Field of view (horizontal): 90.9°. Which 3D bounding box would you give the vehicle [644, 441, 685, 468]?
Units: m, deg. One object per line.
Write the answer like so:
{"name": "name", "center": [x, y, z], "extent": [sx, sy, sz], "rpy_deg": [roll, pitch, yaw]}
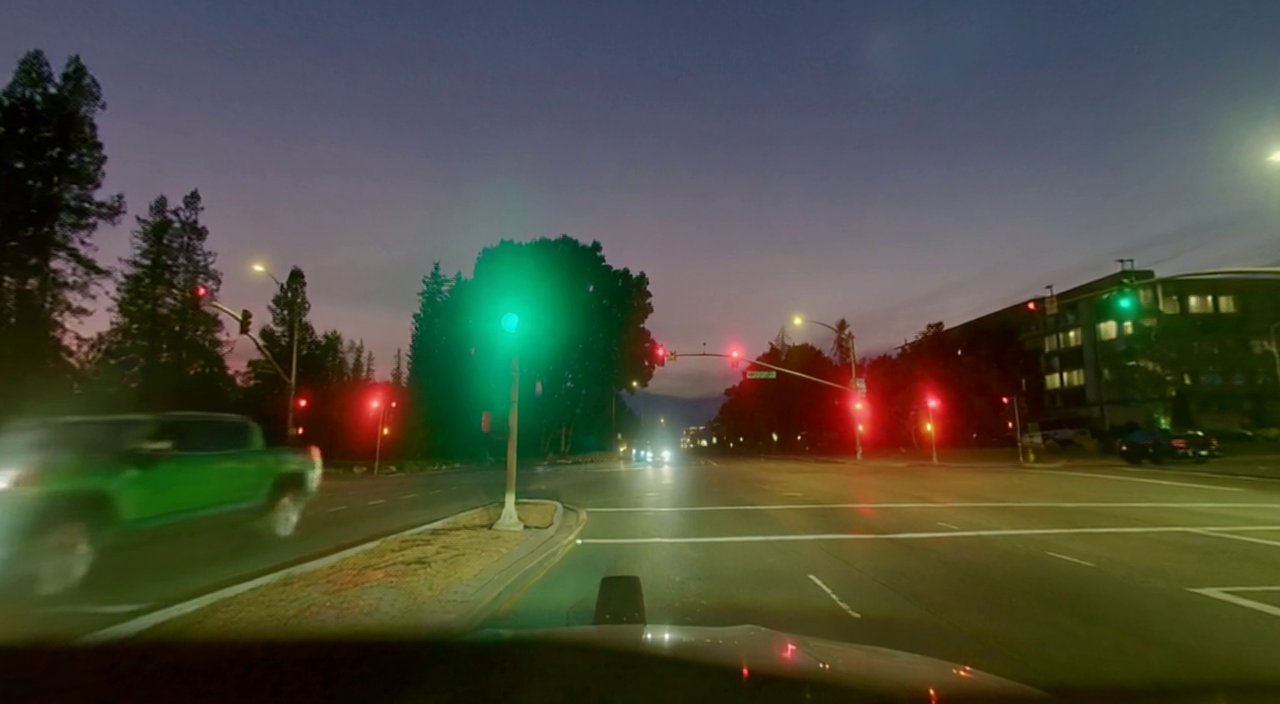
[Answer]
{"name": "vehicle", "center": [1.711, 6.964, 42.993], "extent": [2.197, 1.739, 4.177], "rpy_deg": [-2, -8, 10]}

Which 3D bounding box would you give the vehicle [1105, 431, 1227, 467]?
{"name": "vehicle", "center": [25.909, 4.771, 31.135], "extent": [4.441, 1.674, 2.035], "rpy_deg": [1, -8, -8]}

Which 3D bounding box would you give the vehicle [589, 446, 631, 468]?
{"name": "vehicle", "center": [-2.070, 7.481, 45.263], "extent": [2.076, 1.476, 3.873], "rpy_deg": [-2, -8, 12]}

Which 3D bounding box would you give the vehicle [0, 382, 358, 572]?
{"name": "vehicle", "center": [-8.895, 2.138, 11.920], "extent": [2.775, 2.246, 9.043], "rpy_deg": [0, -8, 2]}

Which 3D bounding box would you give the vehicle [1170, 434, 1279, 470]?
{"name": "vehicle", "center": [26.267, 4.353, 27.683], "extent": [4.644, 1.470, 1.922], "rpy_deg": [1, -8, -10]}
